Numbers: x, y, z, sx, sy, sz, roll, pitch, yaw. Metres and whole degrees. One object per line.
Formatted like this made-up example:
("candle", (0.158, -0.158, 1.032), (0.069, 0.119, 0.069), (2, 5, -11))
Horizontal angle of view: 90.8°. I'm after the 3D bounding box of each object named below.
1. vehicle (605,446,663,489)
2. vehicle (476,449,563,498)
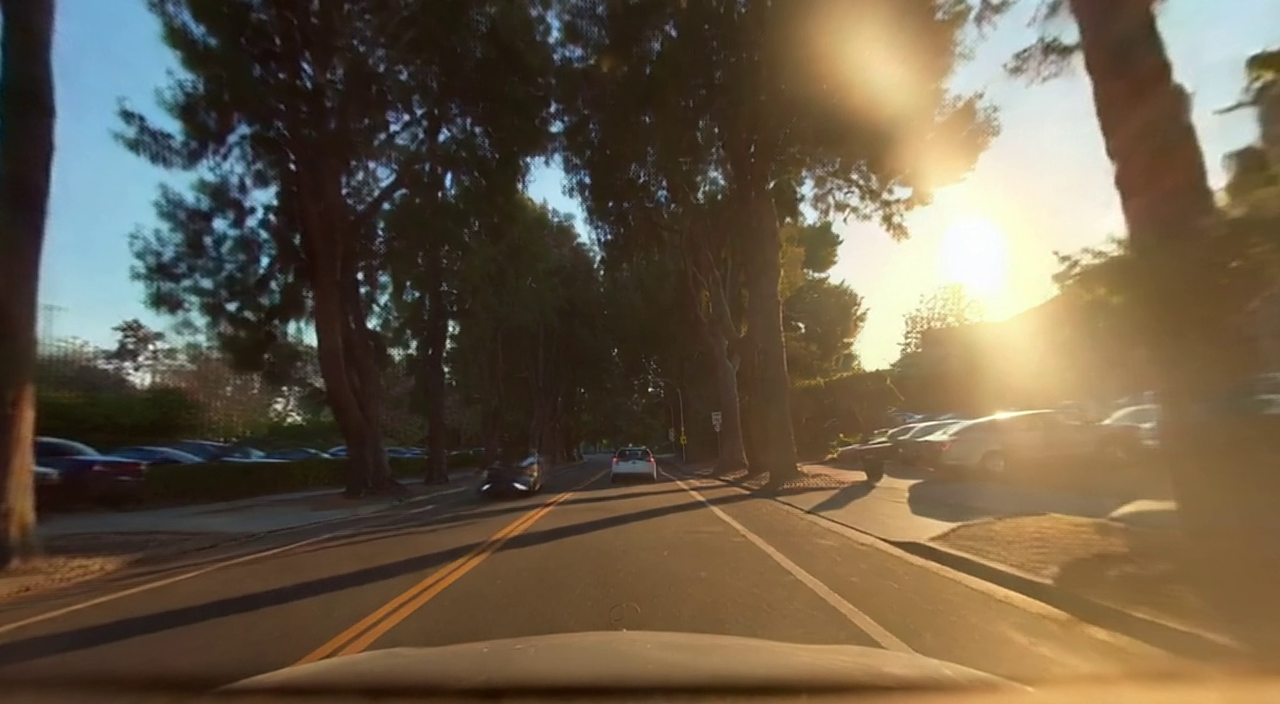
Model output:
("vehicle", (-0.255, 4.670, 25.903), (2.152, 1.574, 4.223), (-1, -9, -1))
("vehicle", (-3.975, 4.073, 21.696), (2.028, 1.464, 4.602), (-1, -9, 1))
